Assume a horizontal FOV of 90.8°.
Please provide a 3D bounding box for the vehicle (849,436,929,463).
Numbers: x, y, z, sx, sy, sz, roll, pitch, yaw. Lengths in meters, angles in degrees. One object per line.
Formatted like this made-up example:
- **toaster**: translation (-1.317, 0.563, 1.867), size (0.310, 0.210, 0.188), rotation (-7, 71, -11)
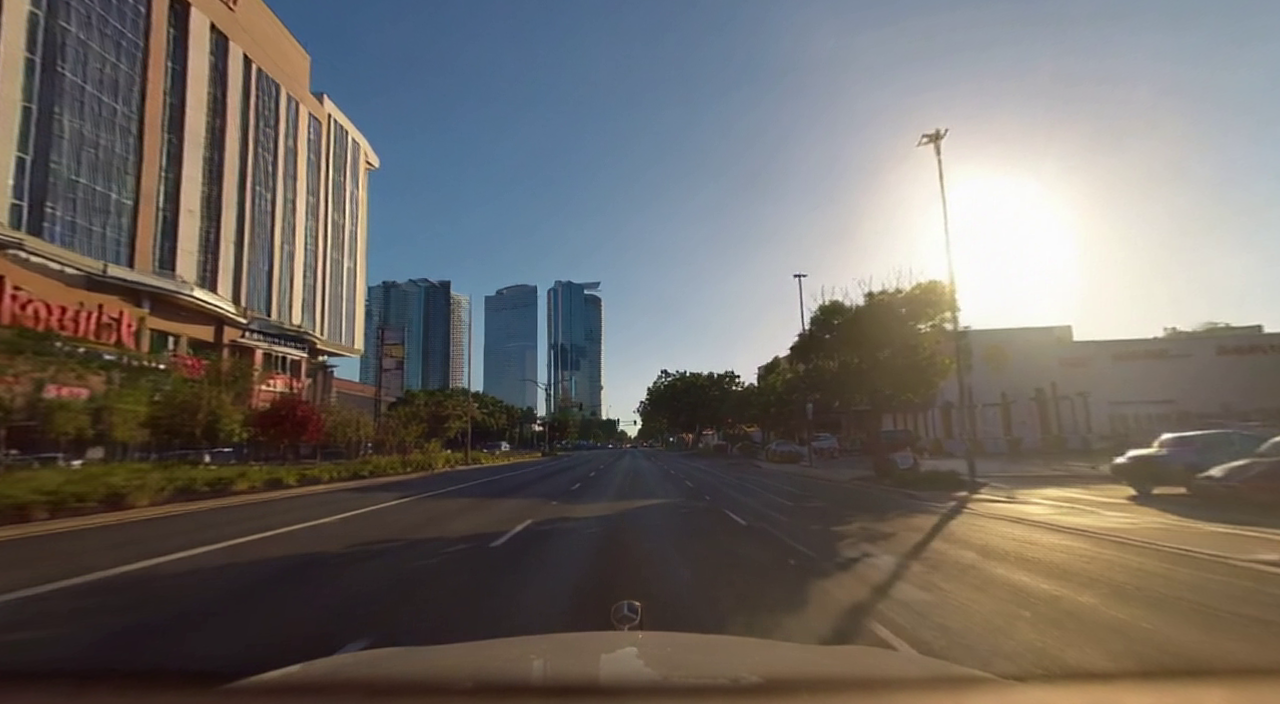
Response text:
- **vehicle**: translation (16.877, 6.613, 42.943), size (4.634, 1.745, 1.893), rotation (0, -9, 0)

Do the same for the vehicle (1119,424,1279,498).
- **vehicle**: translation (15.352, 2.814, 16.617), size (1.881, 1.664, 4.658), rotation (0, -9, 1)

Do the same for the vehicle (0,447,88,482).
- **vehicle**: translation (-31.134, 5.626, 31.829), size (4.654, 1.681, 2.034), rotation (0, -9, 0)
